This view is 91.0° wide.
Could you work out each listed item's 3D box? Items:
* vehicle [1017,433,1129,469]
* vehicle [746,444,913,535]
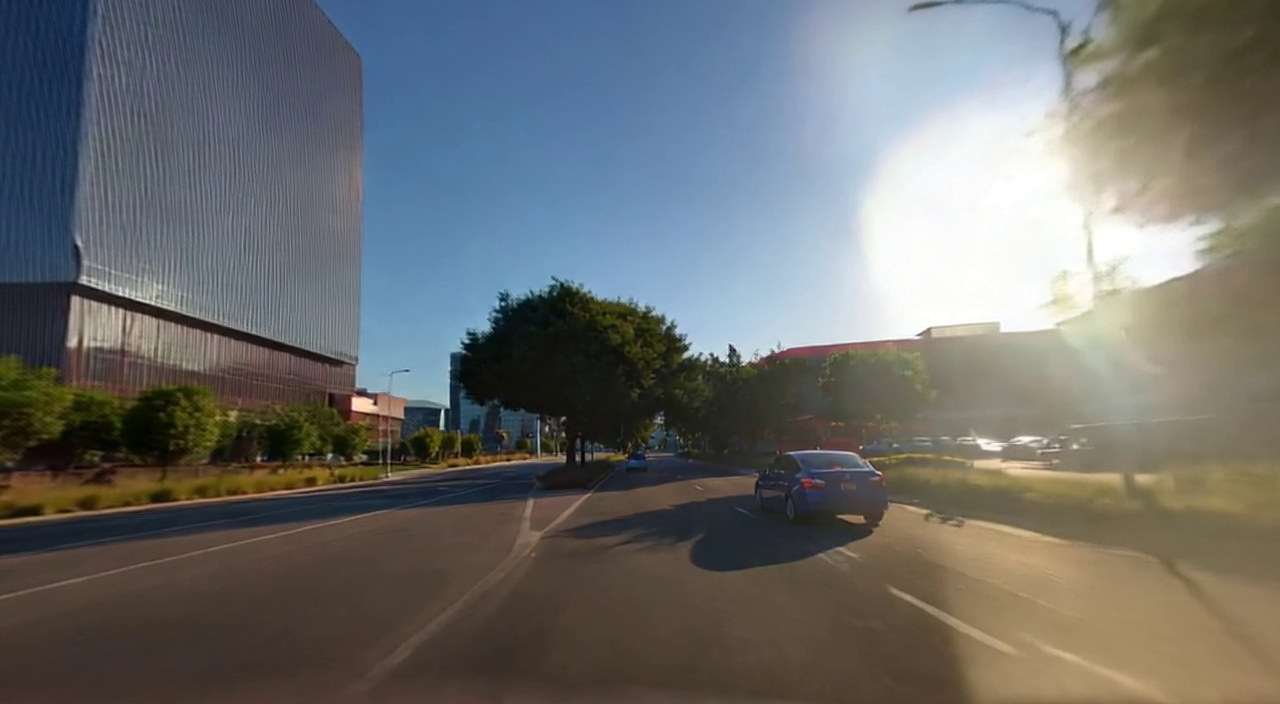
[{"bbox_3d":[20.727,4.722,30.247,3.996,1.481,1.853,-2,-7,-1],"label":"vehicle"},{"bbox_3d":[3.548,2.629,12.708,1.993,1.501,4.127,0,-9,-1],"label":"vehicle"}]
